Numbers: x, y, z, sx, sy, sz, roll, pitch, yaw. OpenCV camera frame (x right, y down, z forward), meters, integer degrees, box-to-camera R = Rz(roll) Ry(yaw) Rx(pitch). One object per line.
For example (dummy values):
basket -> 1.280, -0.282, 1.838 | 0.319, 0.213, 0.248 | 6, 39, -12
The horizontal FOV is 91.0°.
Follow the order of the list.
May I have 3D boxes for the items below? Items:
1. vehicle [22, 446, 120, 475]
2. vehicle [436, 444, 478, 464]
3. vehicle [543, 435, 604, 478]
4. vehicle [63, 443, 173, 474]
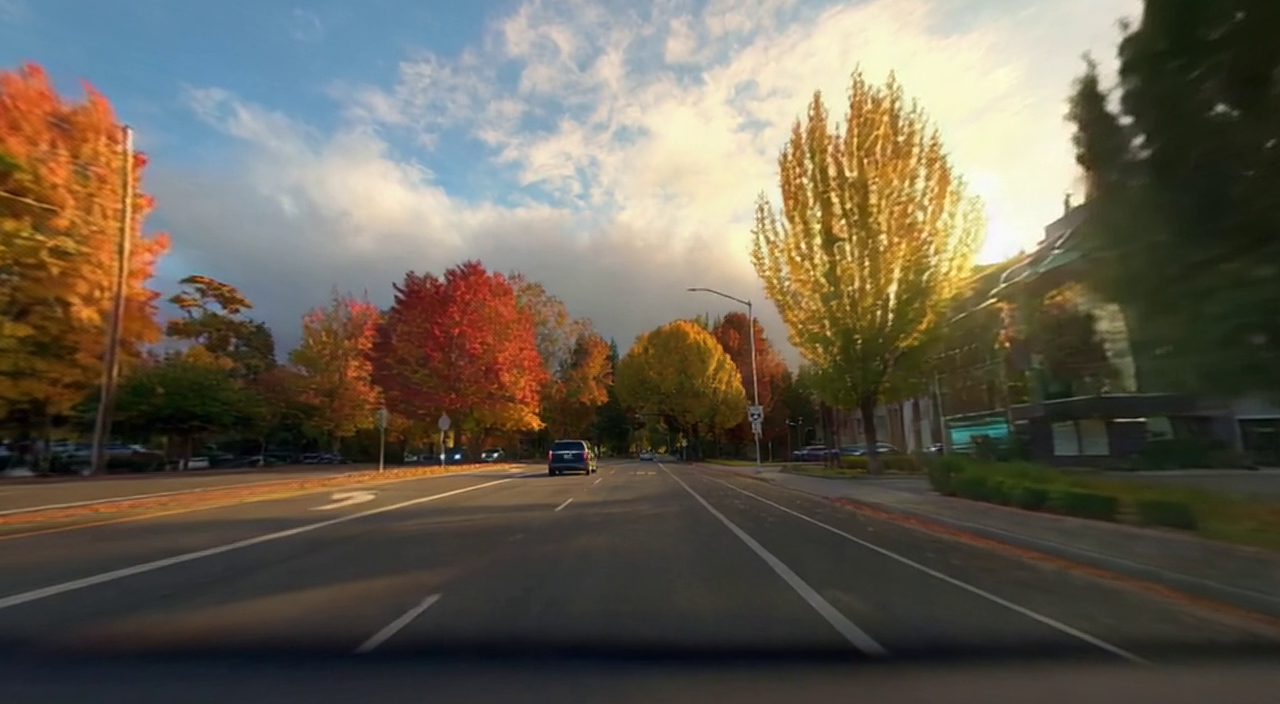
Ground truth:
vehicle -> -33.606, 6.403, 37.262 | 3.856, 1.655, 1.842 | 1, -9, -3
vehicle -> -14.376, 8.068, 49.846 | 1.893, 1.491, 4.711 | 0, -9, 0
vehicle -> -2.934, 4.771, 28.858 | 2.112, 1.779, 4.489 | 0, -9, 3
vehicle -> -32.844, 6.706, 39.729 | 4.858, 1.849, 2.112 | 1, -9, -2
